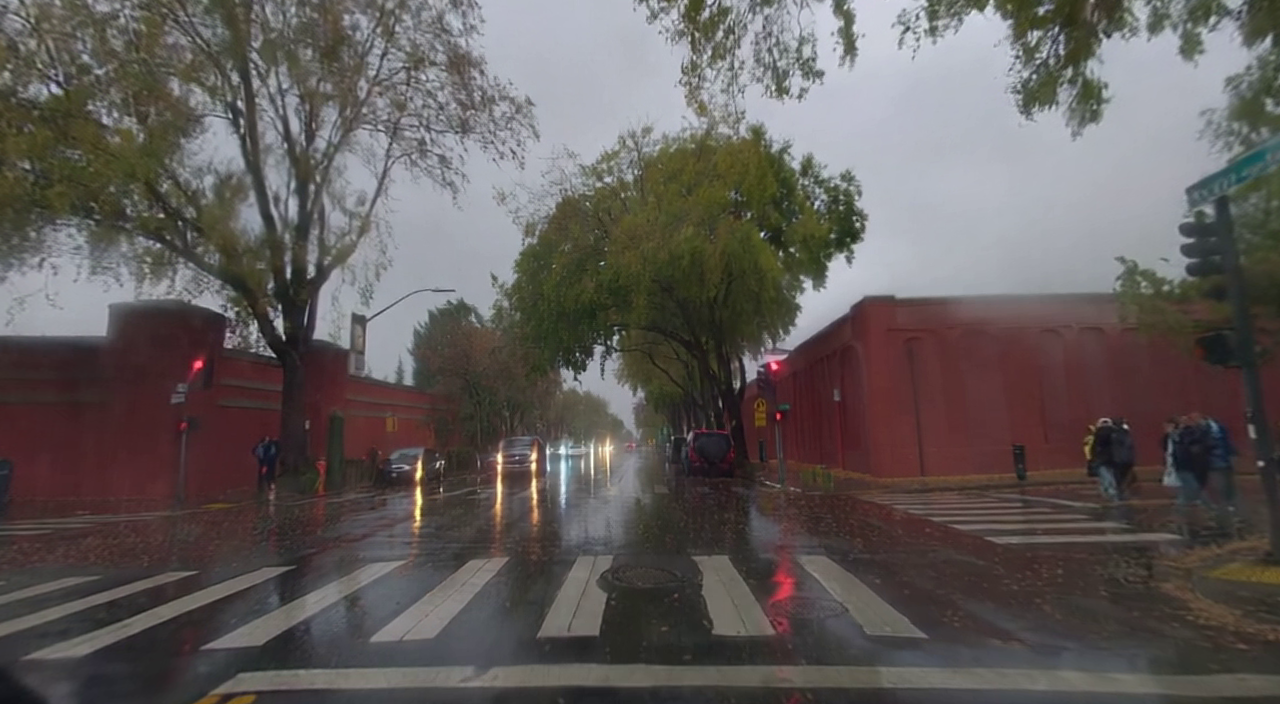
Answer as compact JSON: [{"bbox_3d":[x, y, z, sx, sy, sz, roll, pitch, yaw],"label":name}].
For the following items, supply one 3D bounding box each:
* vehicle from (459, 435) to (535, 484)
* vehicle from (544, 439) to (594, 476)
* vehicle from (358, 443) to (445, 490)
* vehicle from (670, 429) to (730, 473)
[{"bbox_3d":[-5.966,4.530,27.038,2.242,1.887,4.924,0,-8,-2],"label":"vehicle"},{"bbox_3d":[-3.283,4.956,29.820,2.033,1.596,4.142,0,-8,-2],"label":"vehicle"},{"bbox_3d":[-9.906,4.750,26.603,2.216,1.804,4.526,1,-8,-5],"label":"vehicle"},{"bbox_3d":[3.101,5.311,34.080,2.557,2.188,5.164,0,-8,-2],"label":"vehicle"}]
